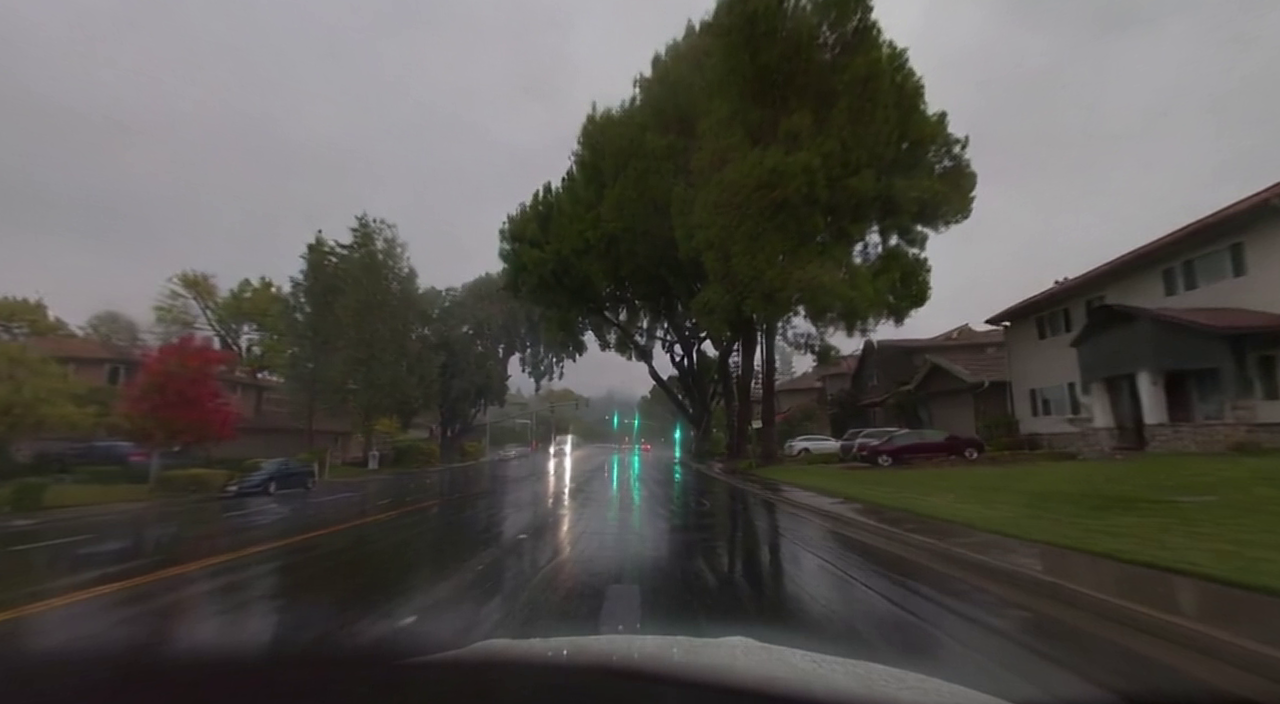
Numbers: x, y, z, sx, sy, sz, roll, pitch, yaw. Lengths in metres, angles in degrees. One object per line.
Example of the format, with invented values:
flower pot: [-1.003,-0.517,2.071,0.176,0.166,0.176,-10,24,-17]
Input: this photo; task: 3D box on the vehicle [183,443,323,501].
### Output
vehicle: [-14.371,4.436,23.955,2.008,1.908,5.305,0,-9,-1]

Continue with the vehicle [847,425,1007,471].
vehicle: [10.060,3.415,22.438,4.660,1.513,2.067,0,-9,-1]

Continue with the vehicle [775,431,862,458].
vehicle: [10.778,5.633,38.400,4.675,1.520,1.925,0,-9,0]

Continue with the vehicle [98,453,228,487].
vehicle: [-21.099,5.233,28.091,4.284,1.431,1.811,0,-9,0]

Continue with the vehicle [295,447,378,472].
vehicle: [-21.414,7.575,44.703,4.723,1.696,2.082,0,-8,2]
